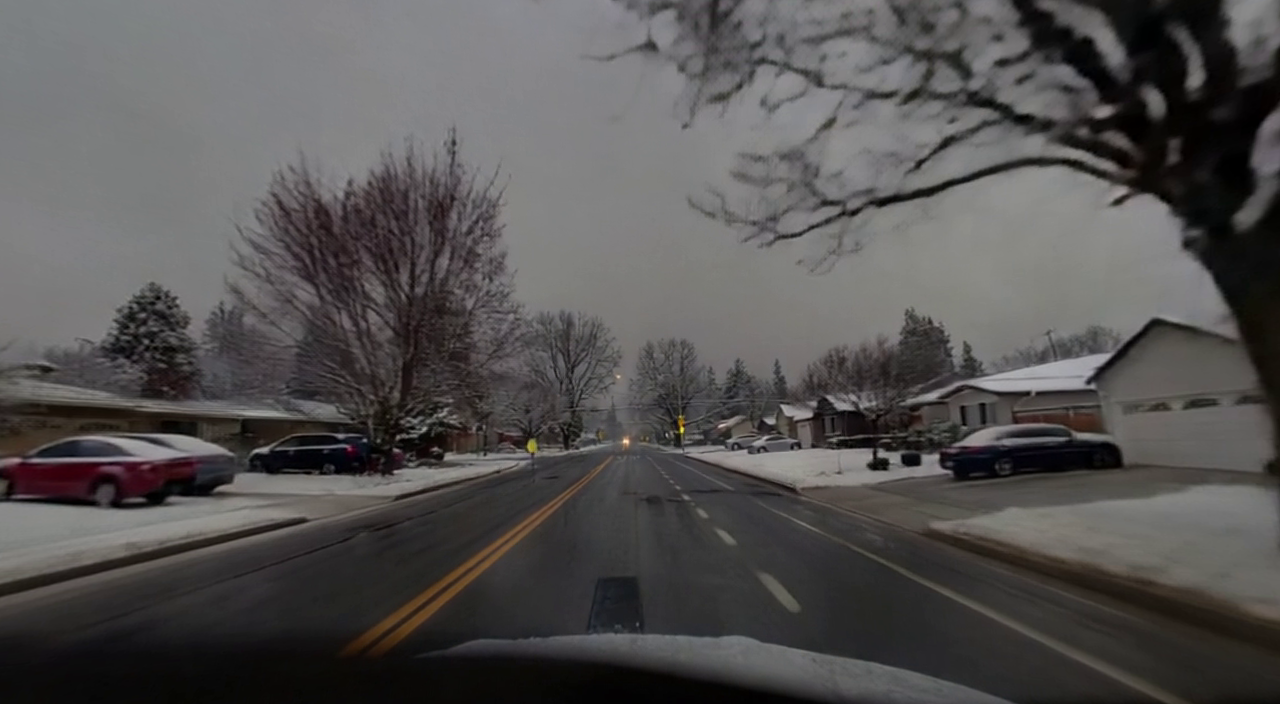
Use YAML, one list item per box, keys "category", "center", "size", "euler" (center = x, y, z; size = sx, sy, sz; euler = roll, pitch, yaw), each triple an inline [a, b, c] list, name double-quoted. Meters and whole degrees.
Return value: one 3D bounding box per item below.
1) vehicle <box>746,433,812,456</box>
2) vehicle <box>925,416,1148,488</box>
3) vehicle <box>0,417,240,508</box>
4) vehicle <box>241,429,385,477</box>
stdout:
- category: "vehicle"
  center: [10.742, 7.183, 49.008]
  size: [4.493, 1.493, 1.926]
  euler: [-3, -8, -4]
- category: "vehicle"
  center: [10.712, 2.731, 17.336]
  size: [4.751, 1.518, 1.885]
  euler: [-4, -8, -1]
- category: "vehicle"
  center: [-12.450, 2.522, 14.635]
  size: [5.009, 1.880, 1.961]
  euler: [-1, -7, 1]
- category: "vehicle"
  center: [-12.856, 4.002, 25.074]
  size: [4.549, 1.802, 2.081]
  euler: [0, -8, 1]
